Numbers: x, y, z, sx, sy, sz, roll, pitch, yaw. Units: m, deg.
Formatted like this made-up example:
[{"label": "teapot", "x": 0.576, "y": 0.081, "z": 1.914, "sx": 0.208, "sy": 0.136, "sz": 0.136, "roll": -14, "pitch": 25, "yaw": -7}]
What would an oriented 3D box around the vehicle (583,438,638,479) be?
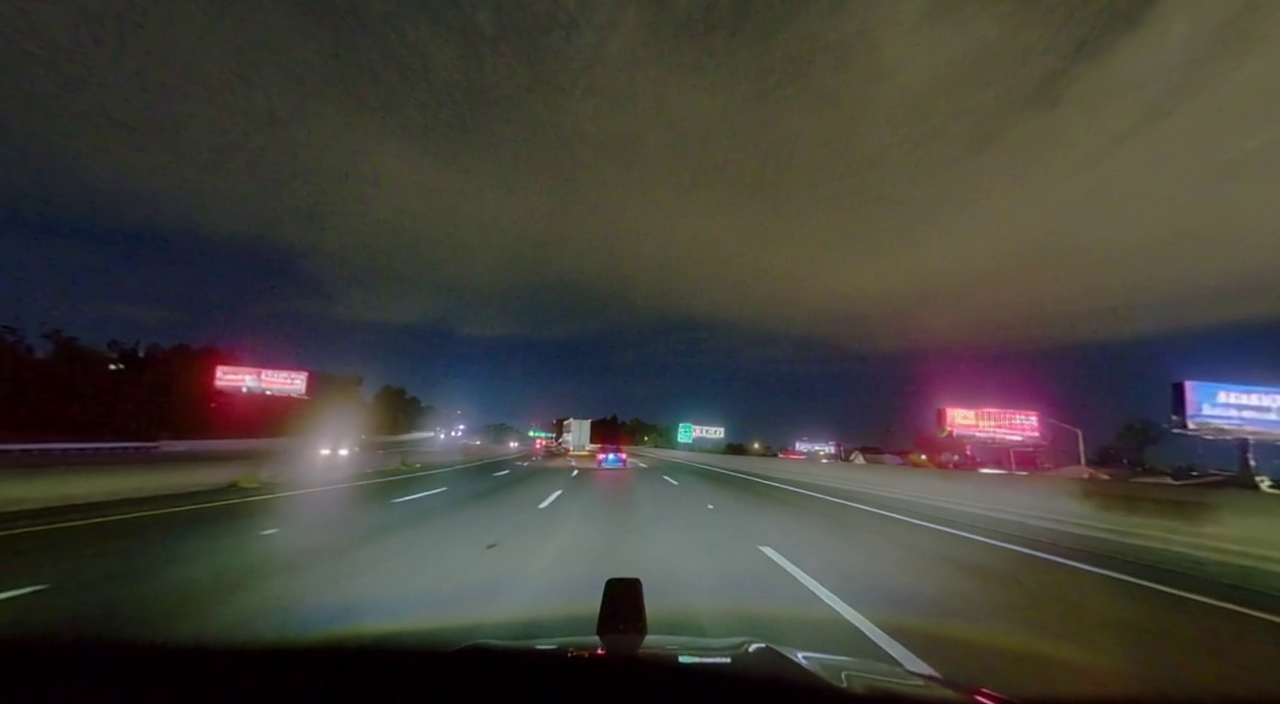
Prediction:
[{"label": "vehicle", "x": -1.225, "y": 4.270, "z": 25.581, "sx": 2.042, "sy": 1.528, "sz": 4.300, "roll": 1, "pitch": -8, "yaw": -4}]
